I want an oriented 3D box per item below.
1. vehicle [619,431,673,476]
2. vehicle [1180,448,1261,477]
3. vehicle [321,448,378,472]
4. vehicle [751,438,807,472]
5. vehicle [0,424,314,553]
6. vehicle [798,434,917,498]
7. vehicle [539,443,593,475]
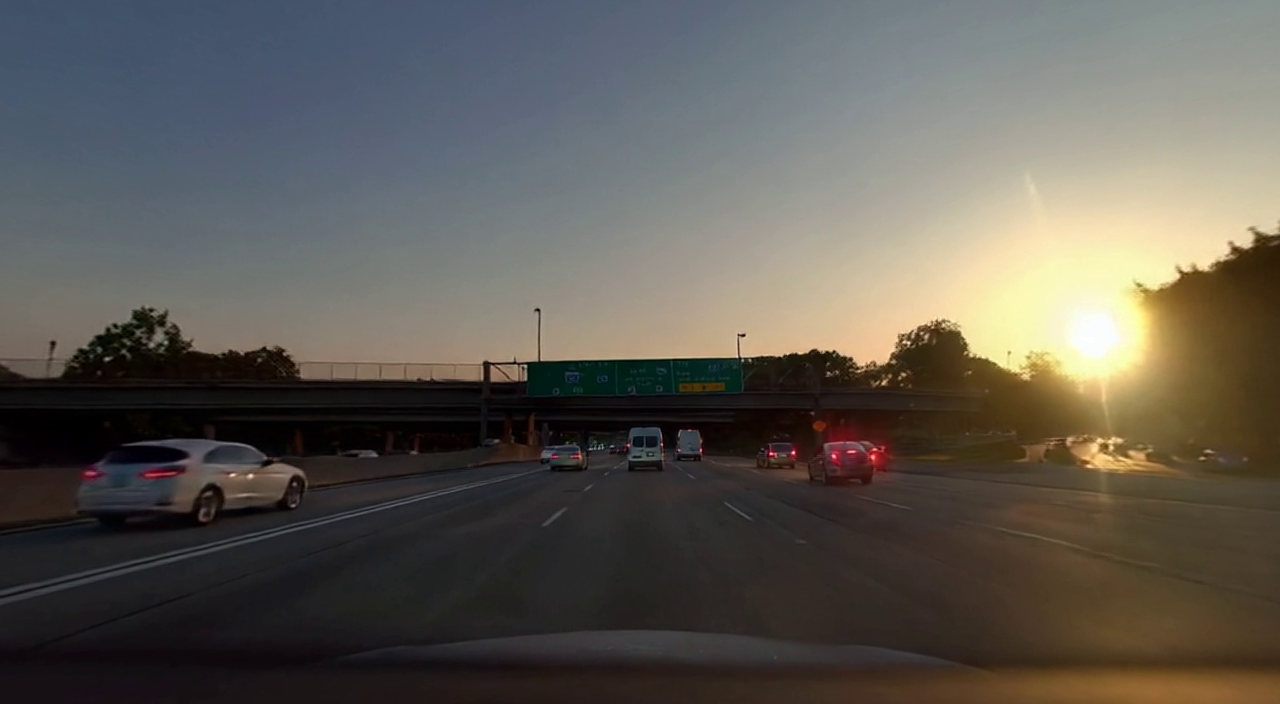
[{"bbox_3d":[0.313,5.105,31.866,2.509,2.062,4.639,0,-9,1],"label":"vehicle"},{"bbox_3d":[37.981,7.180,41.336,2.039,1.718,4.674,-3,-9,18],"label":"vehicle"},{"bbox_3d":[-18.957,7.049,41.248,1.843,1.487,3.747,0,-9,2],"label":"vehicle"},{"bbox_3d":[8.008,5.977,36.843,2.147,1.808,5.243,0,-9,0],"label":"vehicle"},{"bbox_3d":[-7.658,2.087,10.379,2.108,1.619,4.548,0,-9,0],"label":"vehicle"},{"bbox_3d":[6.360,3.374,19.071,2.146,1.678,4.489,0,-9,2],"label":"vehicle"},{"bbox_3d":[-3.732,5.487,32.596,2.173,1.542,4.781,0,-9,1],"label":"vehicle"}]
